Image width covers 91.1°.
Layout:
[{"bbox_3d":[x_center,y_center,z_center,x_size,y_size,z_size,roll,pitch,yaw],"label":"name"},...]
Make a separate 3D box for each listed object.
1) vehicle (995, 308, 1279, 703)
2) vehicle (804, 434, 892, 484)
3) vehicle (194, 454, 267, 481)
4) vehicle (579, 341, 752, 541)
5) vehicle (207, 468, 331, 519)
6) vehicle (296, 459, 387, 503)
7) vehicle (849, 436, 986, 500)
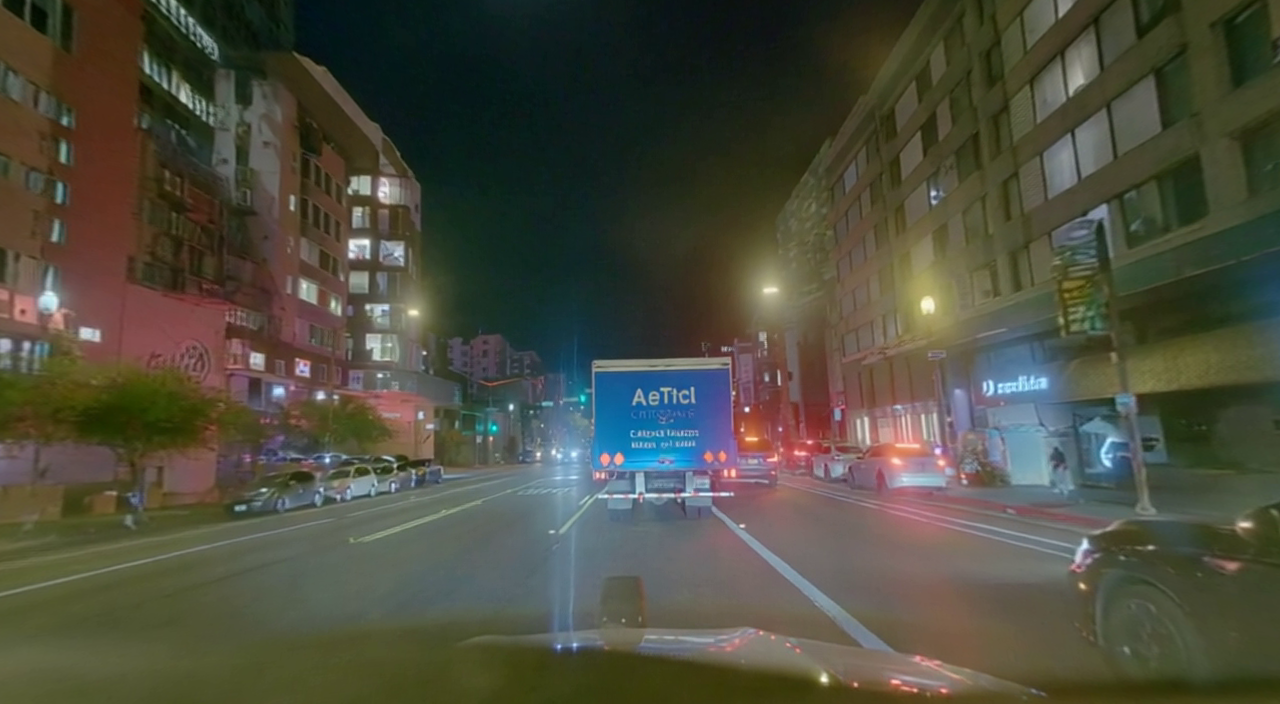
[{"bbox_3d":[3.427,0.672,1.915,2.104,1.786,4.498,0,-9,1],"label":"vehicle"},{"bbox_3d":[7.655,3.986,23.578,1.946,1.680,4.270,0,-9,1],"label":"vehicle"},{"bbox_3d":[-27.001,7.605,41.595,2.050,1.675,4.358,1,-9,-3],"label":"vehicle"},{"bbox_3d":[0.254,1.746,12.414,2.517,2.926,6.177,0,-9,-2],"label":"vehicle"},{"bbox_3d":[-13.426,5.124,23.087,1.901,1.508,4.405,0,-9,0],"label":"vehicle"},{"bbox_3d":[-13.307,5.741,28.299,1.943,1.682,4.365,0,-9,0],"label":"vehicle"},{"bbox_3d":[7.596,3.193,17.733,1.951,1.548,4.290,0,-9,1],"label":"vehicle"}]
